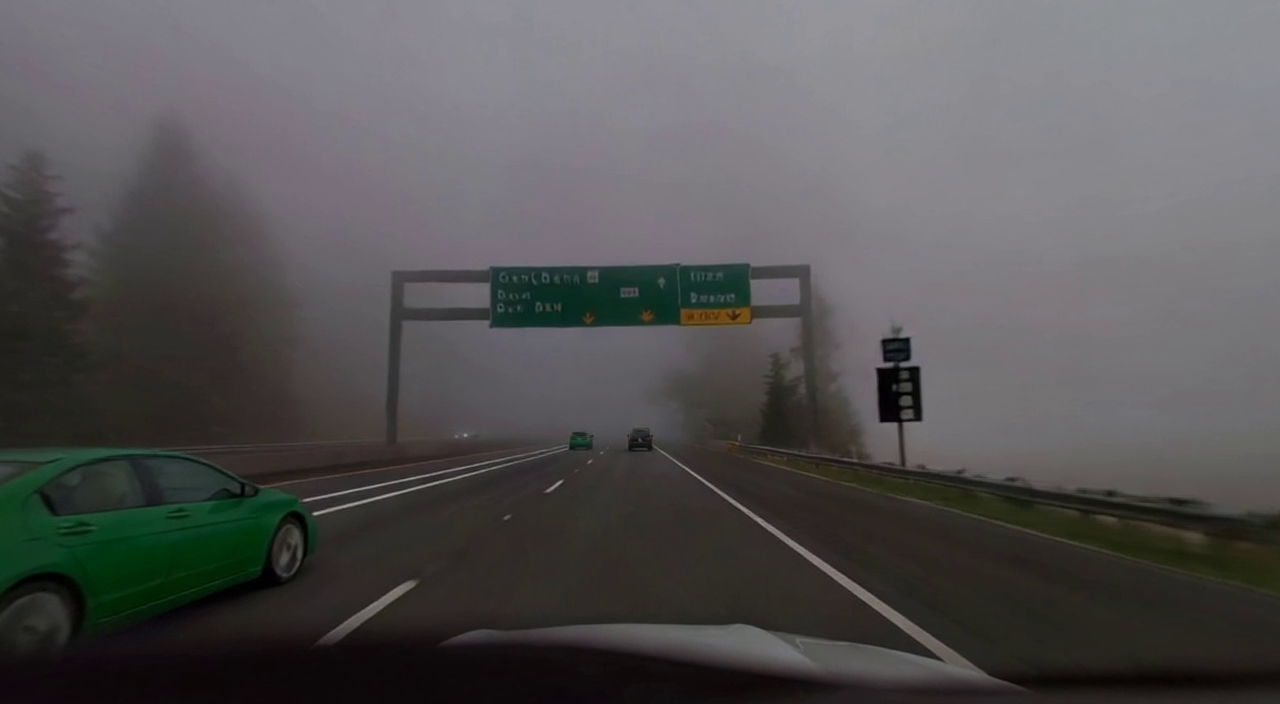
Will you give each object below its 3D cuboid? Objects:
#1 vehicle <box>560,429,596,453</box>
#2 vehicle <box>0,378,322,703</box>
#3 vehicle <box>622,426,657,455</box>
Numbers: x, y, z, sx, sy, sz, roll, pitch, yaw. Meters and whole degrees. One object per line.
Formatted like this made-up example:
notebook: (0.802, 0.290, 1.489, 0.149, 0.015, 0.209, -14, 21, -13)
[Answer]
vehicle: (-4.291, 6.190, 43.987, 2.055, 1.610, 4.116, 0, -8, 1)
vehicle: (-3.862, 0.980, 3.660, 1.958, 1.486, 3.988, 0, -8, 0)
vehicle: (-0.051, 5.766, 41.131, 2.170, 1.790, 4.490, 0, -8, -1)
